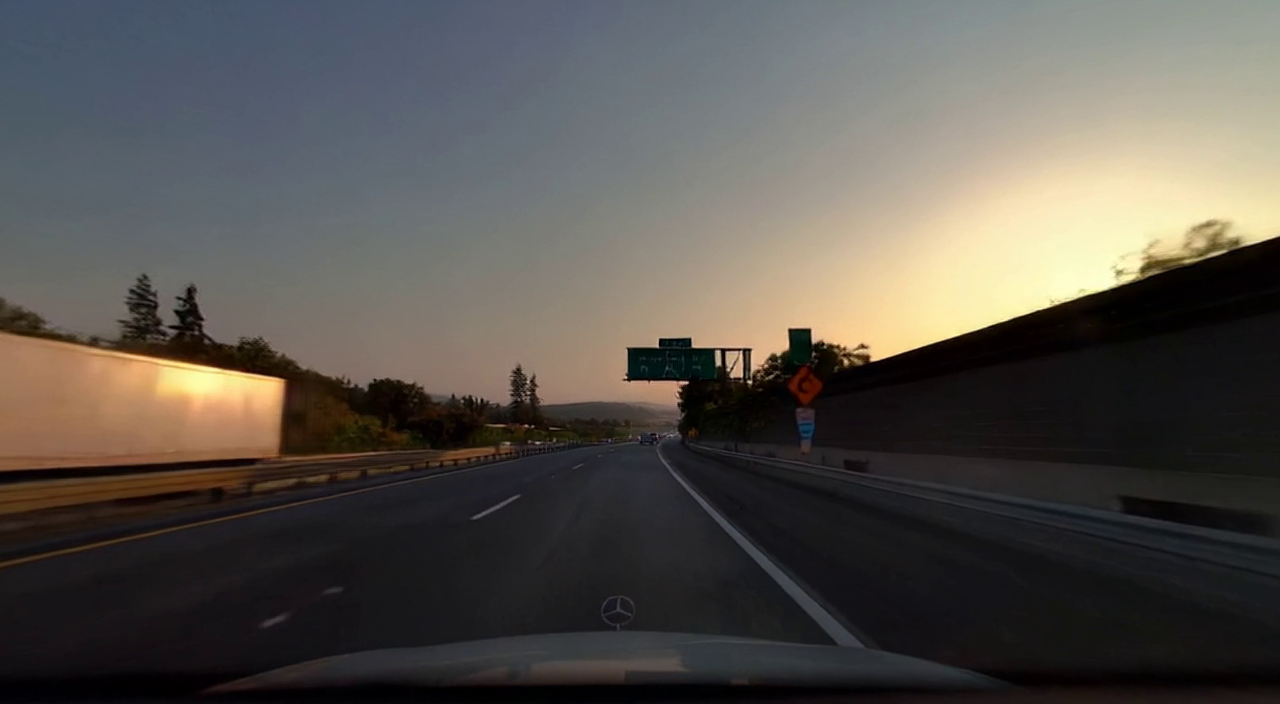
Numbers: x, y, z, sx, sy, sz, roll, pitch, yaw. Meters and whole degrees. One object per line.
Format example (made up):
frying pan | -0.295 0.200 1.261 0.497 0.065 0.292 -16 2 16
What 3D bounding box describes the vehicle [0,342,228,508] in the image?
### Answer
vehicle | -17.481 2.027 17.240 2.937 4.107 13.979 0 -8 0
